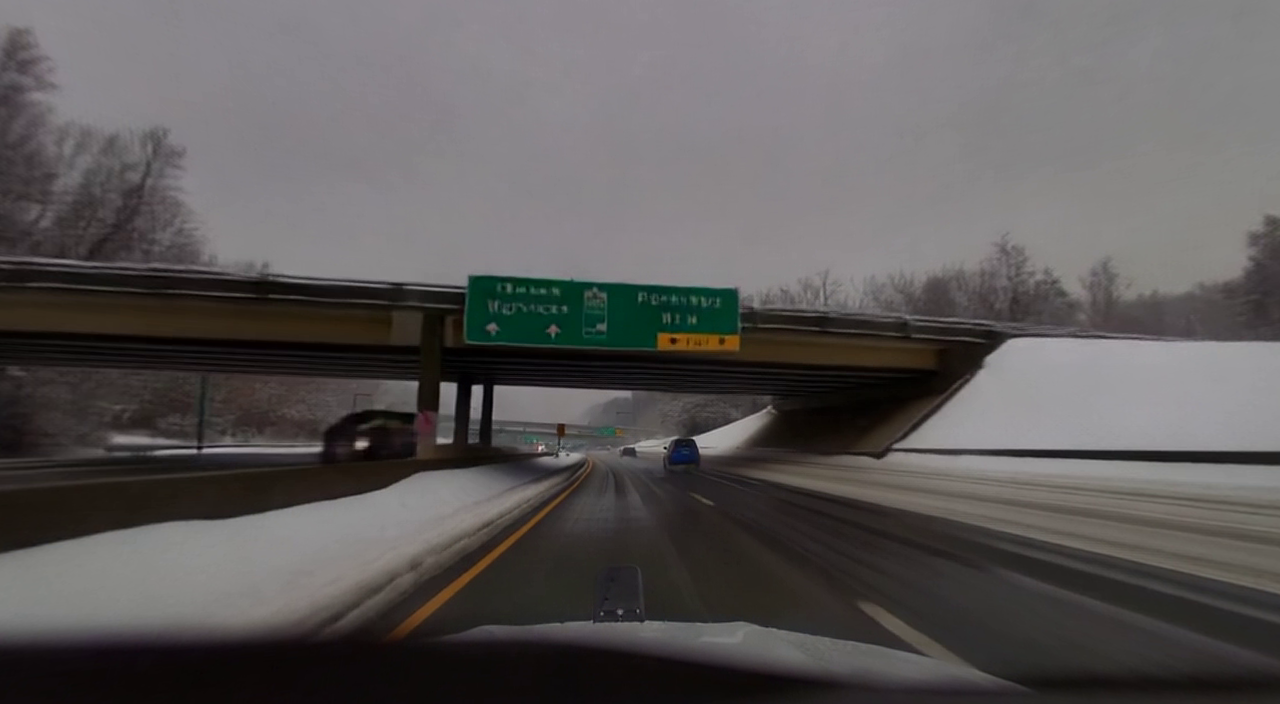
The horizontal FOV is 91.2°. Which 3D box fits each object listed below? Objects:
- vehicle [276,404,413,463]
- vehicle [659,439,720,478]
[{"bbox_3d":[-9.342,2.708,20.365,2.185,1.675,4.704,0,-9,-1],"label":"vehicle"},{"bbox_3d":[2.216,4.945,29.286,2.337,1.633,4.222,0,-9,-2],"label":"vehicle"}]
